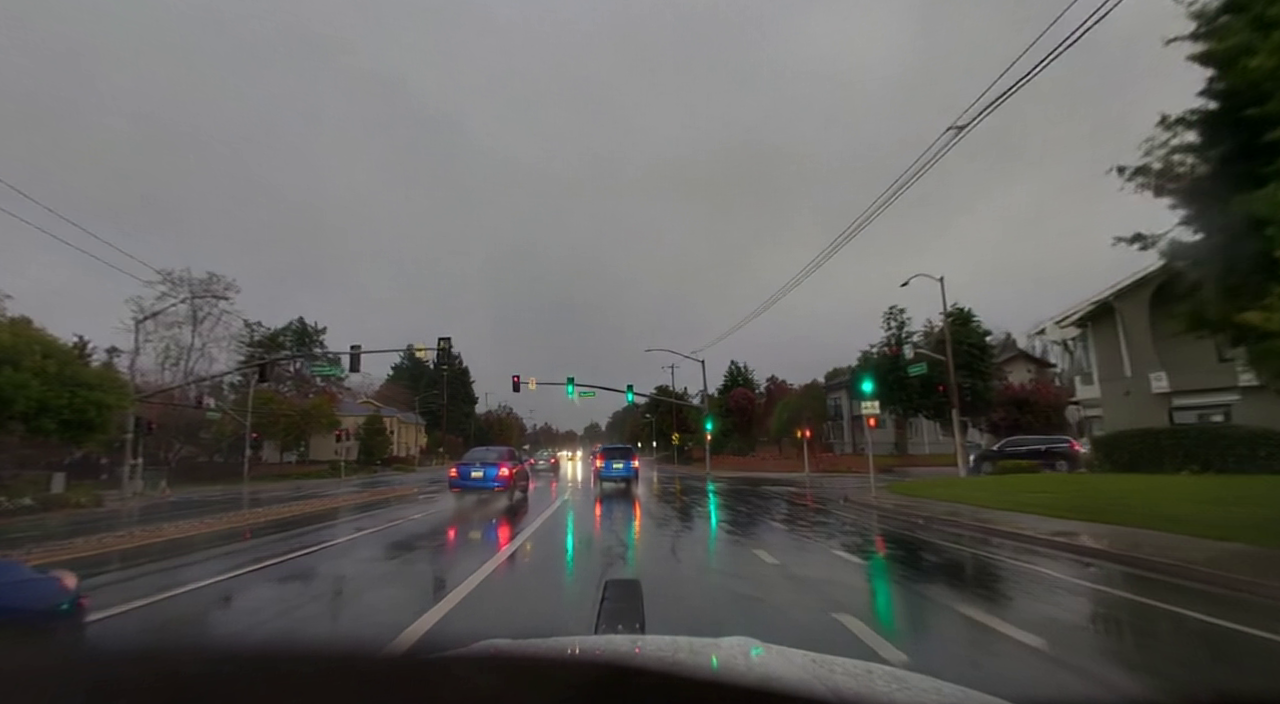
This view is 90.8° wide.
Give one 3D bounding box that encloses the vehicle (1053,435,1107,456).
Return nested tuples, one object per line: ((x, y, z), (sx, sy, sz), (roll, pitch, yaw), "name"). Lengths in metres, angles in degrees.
((31.519, 6.727, 45.334), (1.754, 1.414, 3.590), (-1, -9, 10), "vehicle")

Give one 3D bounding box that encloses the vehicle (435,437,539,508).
((-4.024, 3.240, 17.385), (1.899, 1.685, 4.121), (0, -9, -1), "vehicle")

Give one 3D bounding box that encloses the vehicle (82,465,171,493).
((-35.056, 8.637, 43.178), (4.533, 1.738, 2.151), (-2, -9, 10), "vehicle")

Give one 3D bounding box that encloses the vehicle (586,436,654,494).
((-0.718, 3.960, 22.478), (2.155, 1.836, 4.250), (0, -9, -2), "vehicle")

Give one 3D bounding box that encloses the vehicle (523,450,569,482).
((-4.577, 5.598, 31.303), (1.863, 1.449, 4.153), (1, -9, -3), "vehicle")
